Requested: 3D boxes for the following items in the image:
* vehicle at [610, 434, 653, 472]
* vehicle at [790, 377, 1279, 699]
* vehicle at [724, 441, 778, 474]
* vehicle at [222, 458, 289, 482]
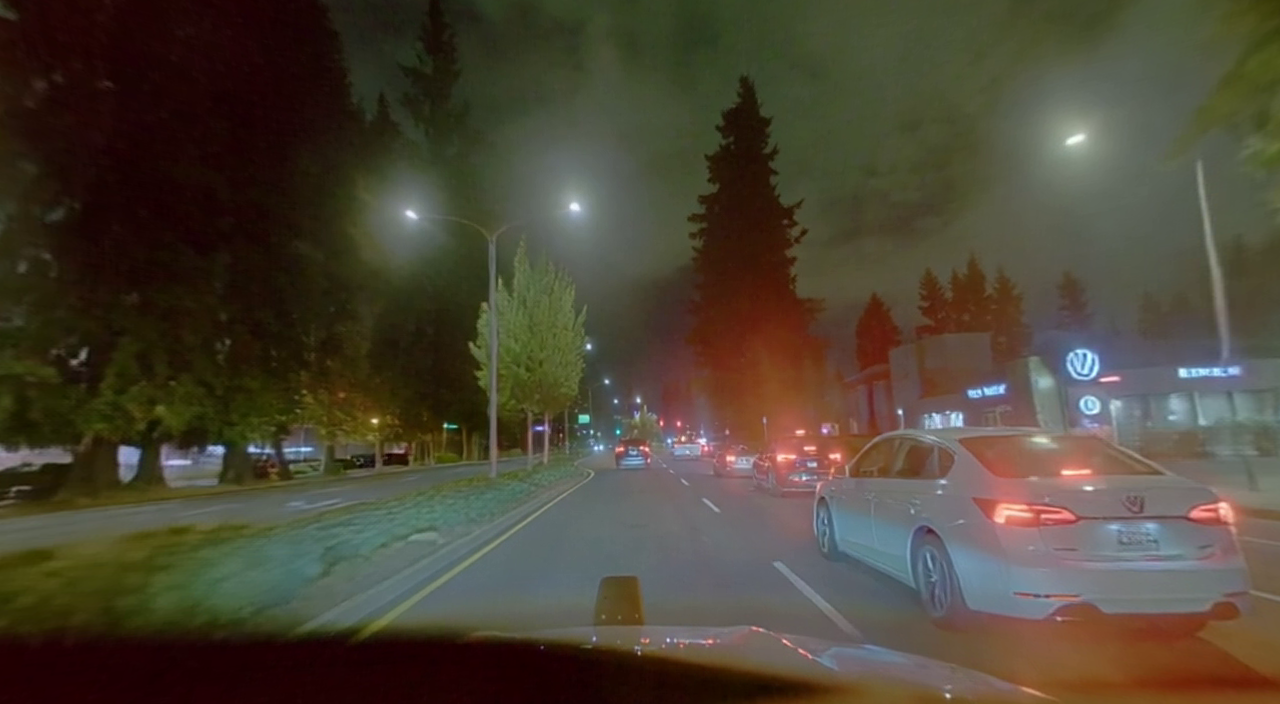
[{"bbox_3d":[-0.420,5.199,32.558,2.106,1.798,4.168,0,-8,0],"label":"vehicle"},{"bbox_3d":[2.989,1.291,5.600,2.153,1.658,4.485,0,-8,-1],"label":"vehicle"},{"bbox_3d":[5.228,5.014,30.333,1.883,1.452,4.258,0,-8,1],"label":"vehicle"},{"bbox_3d":[-30.113,9.244,49.515,4.040,1.444,1.905,-4,-8,-1],"label":"vehicle"}]
